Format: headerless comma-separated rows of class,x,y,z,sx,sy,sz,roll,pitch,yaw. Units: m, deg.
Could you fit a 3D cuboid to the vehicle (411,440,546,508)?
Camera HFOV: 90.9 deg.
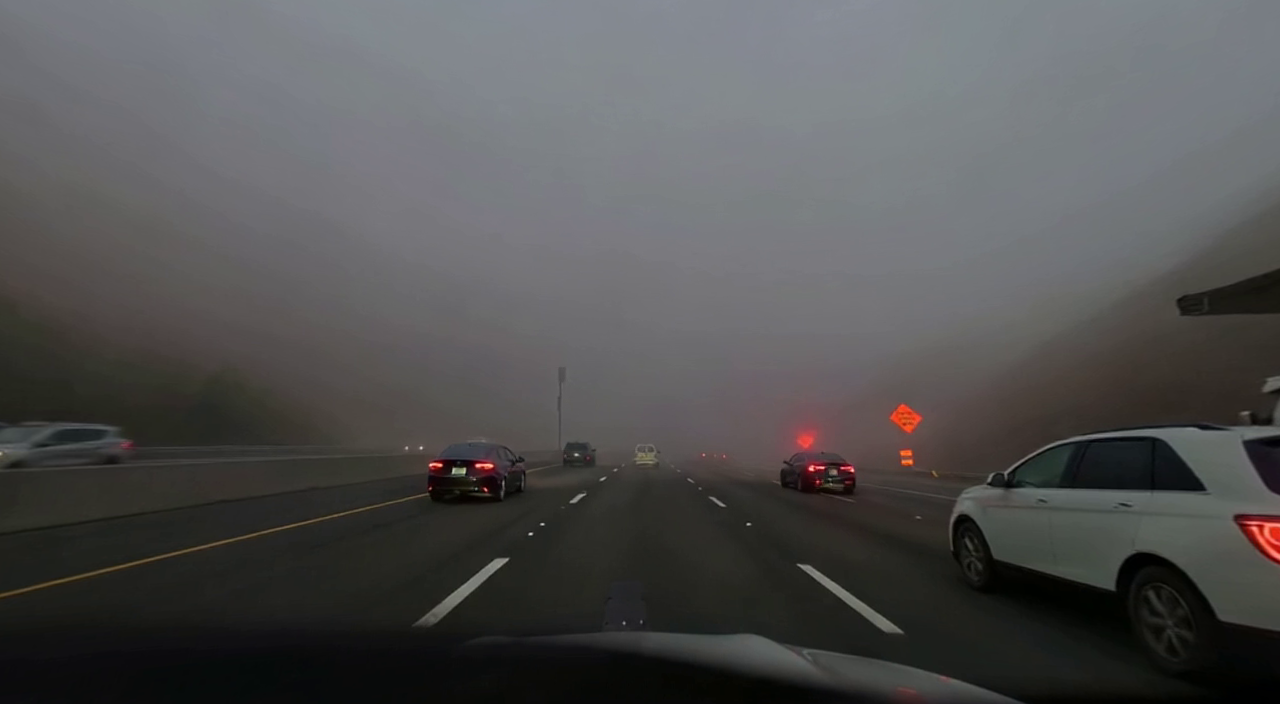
vehicle,-3.804,2.937,15.728,2.232,1.438,4.163,0,-8,1

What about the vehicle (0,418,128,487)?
vehicle,-15.297,2.374,14.899,2.403,1.508,4.726,0,-8,1

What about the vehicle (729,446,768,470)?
vehicle,8.035,7.878,47.067,2.042,1.684,4.609,0,-8,0

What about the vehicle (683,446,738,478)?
vehicle,3.400,5.416,31.298,2.177,1.453,4.205,0,-8,-1

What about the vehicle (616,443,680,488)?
vehicle,0.261,4.114,23.332,2.138,1.473,4.392,0,-8,0

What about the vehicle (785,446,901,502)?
vehicle,5.934,3.578,19.049,1.867,1.465,4.093,0,-8,-4

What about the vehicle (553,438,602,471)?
vehicle,-3.411,5.737,35.547,2.234,1.675,4.527,0,-8,1

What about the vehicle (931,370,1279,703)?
vehicle,3.842,1.054,3.708,2.018,1.670,4.658,0,-8,0
